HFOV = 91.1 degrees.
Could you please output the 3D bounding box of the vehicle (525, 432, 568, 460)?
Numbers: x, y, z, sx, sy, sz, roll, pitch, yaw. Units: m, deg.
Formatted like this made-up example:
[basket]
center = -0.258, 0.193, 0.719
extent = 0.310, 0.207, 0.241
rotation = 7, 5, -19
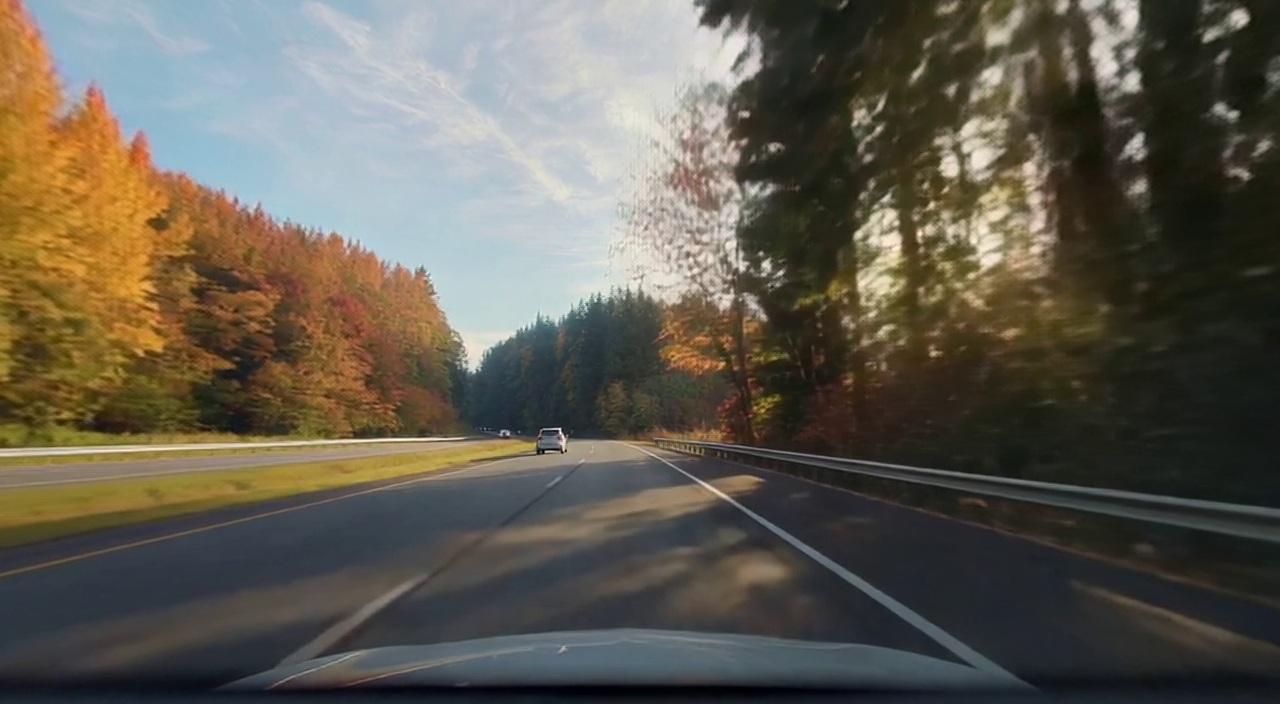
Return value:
[vehicle]
center = -5.519, 5.607, 37.692
extent = 2.073, 1.559, 4.393
rotation = 0, -8, -2
